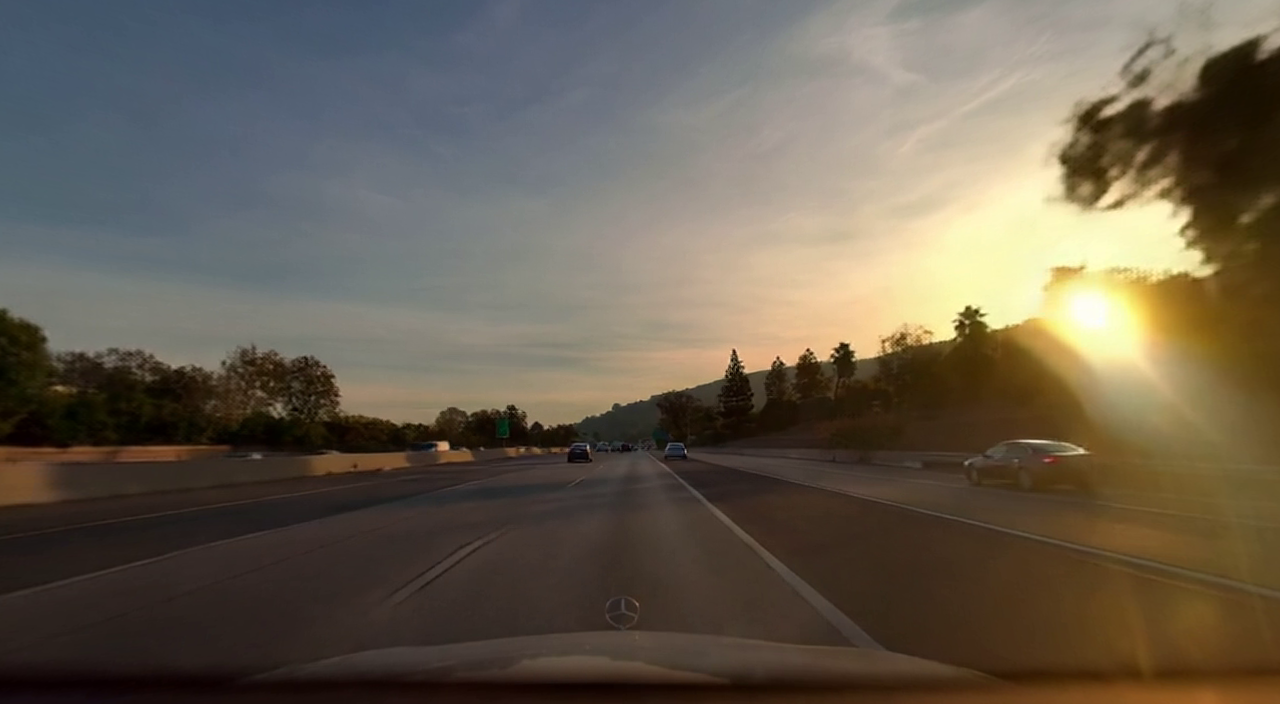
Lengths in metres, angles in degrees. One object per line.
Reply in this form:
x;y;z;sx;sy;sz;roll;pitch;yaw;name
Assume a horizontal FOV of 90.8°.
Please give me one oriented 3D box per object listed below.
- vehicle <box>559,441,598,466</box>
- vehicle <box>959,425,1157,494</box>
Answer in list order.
-3.883;6.505;40.749;2.052;1.510;4.301;0;-8;0;vehicle
12.169;3.164;19.019;2.344;1.783;5.196;0;-8;-1;vehicle
